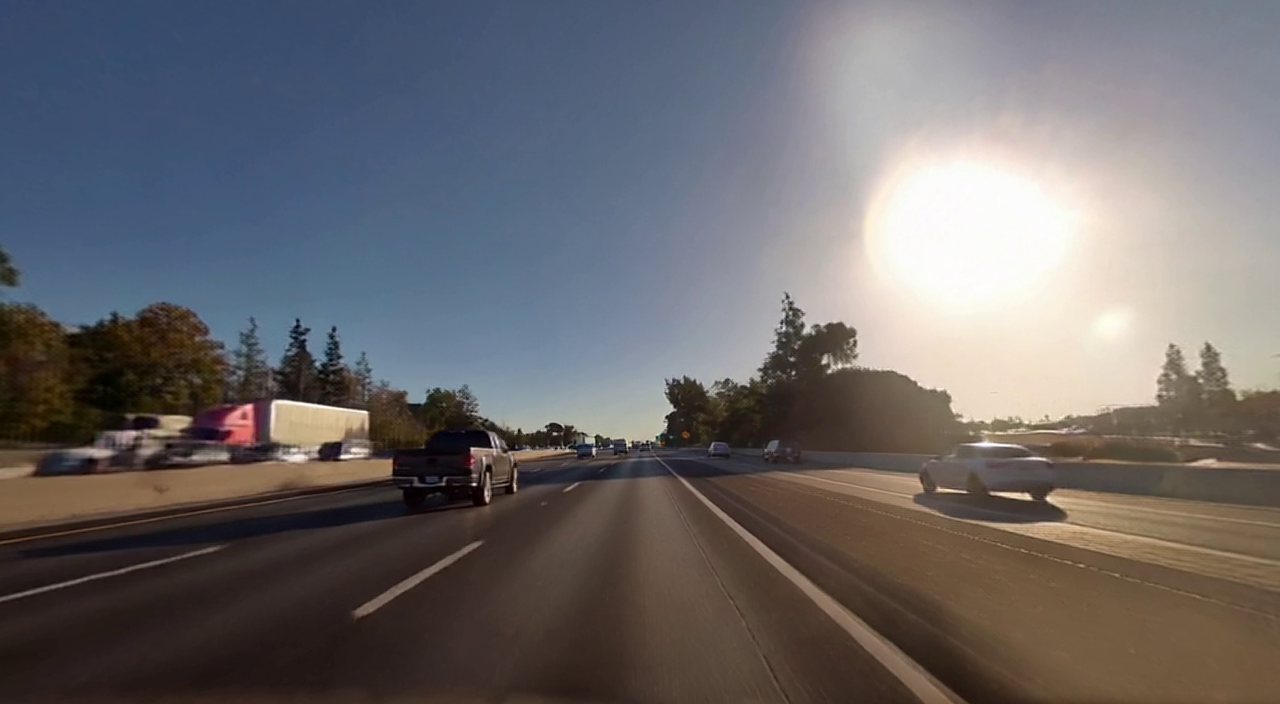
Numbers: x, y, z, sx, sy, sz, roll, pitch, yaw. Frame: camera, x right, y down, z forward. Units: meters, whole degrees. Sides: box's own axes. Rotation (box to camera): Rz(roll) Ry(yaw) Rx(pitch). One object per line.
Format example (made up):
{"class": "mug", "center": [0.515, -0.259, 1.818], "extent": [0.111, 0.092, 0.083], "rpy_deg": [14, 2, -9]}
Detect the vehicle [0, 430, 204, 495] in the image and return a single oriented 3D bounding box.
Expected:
{"class": "vehicle", "center": [-21.011, 4.227, 24.746], "extent": [2.736, 2.171, 6.889], "rpy_deg": [0, -8, 1]}

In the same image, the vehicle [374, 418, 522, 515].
{"class": "vehicle", "center": [-4.304, 2.651, 15.106], "extent": [1.994, 1.911, 4.819], "rpy_deg": [0, -8, 0]}

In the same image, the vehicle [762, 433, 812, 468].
{"class": "vehicle", "center": [9.462, 6.363, 41.034], "extent": [2.061, 2.115, 4.635], "rpy_deg": [0, -8, -1]}

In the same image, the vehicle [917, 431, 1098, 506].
{"class": "vehicle", "center": [9.150, 2.919, 16.231], "extent": [1.971, 1.638, 4.295], "rpy_deg": [0, -8, -1]}

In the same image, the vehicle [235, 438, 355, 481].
{"class": "vehicle", "center": [-17.064, 5.341, 31.713], "extent": [2.632, 1.948, 5.968], "rpy_deg": [0, -8, 1]}
